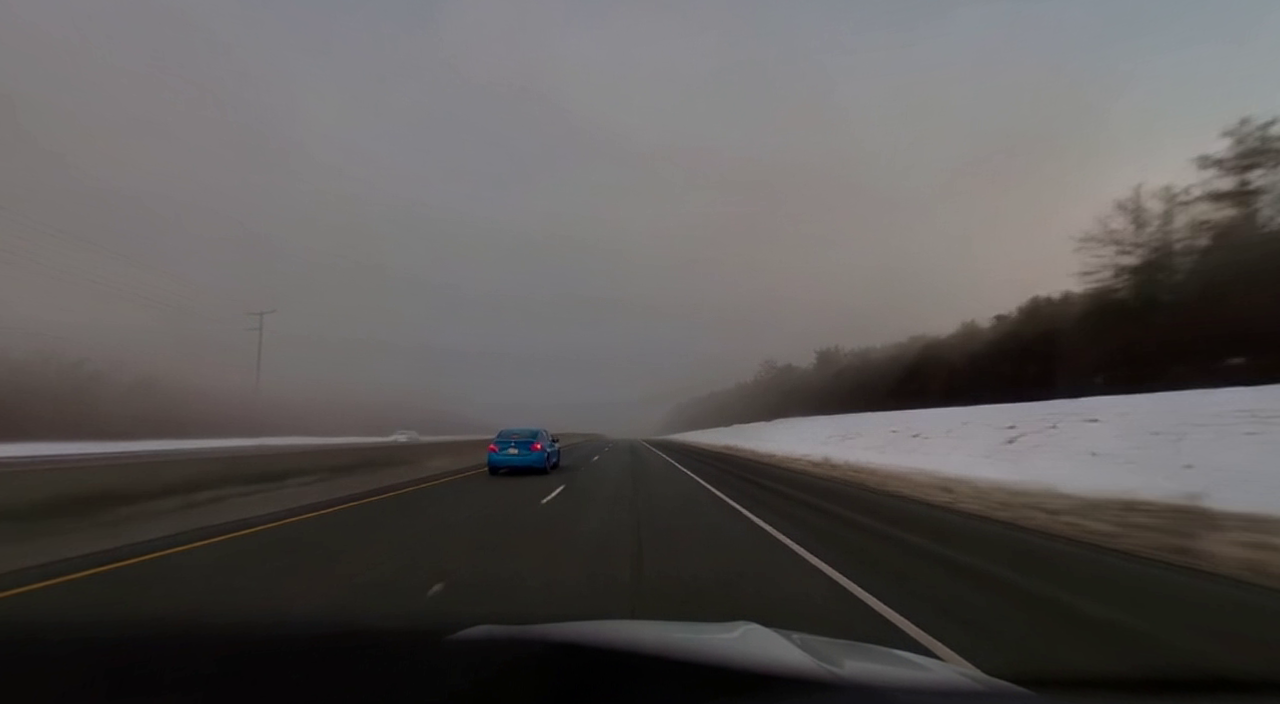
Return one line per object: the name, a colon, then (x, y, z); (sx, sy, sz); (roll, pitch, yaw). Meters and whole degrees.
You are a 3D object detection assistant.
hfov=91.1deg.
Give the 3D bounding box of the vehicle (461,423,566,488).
vehicle: (-3.274, 2.759, 17.108); (1.999, 1.536, 3.969); (0, -8, 0)
